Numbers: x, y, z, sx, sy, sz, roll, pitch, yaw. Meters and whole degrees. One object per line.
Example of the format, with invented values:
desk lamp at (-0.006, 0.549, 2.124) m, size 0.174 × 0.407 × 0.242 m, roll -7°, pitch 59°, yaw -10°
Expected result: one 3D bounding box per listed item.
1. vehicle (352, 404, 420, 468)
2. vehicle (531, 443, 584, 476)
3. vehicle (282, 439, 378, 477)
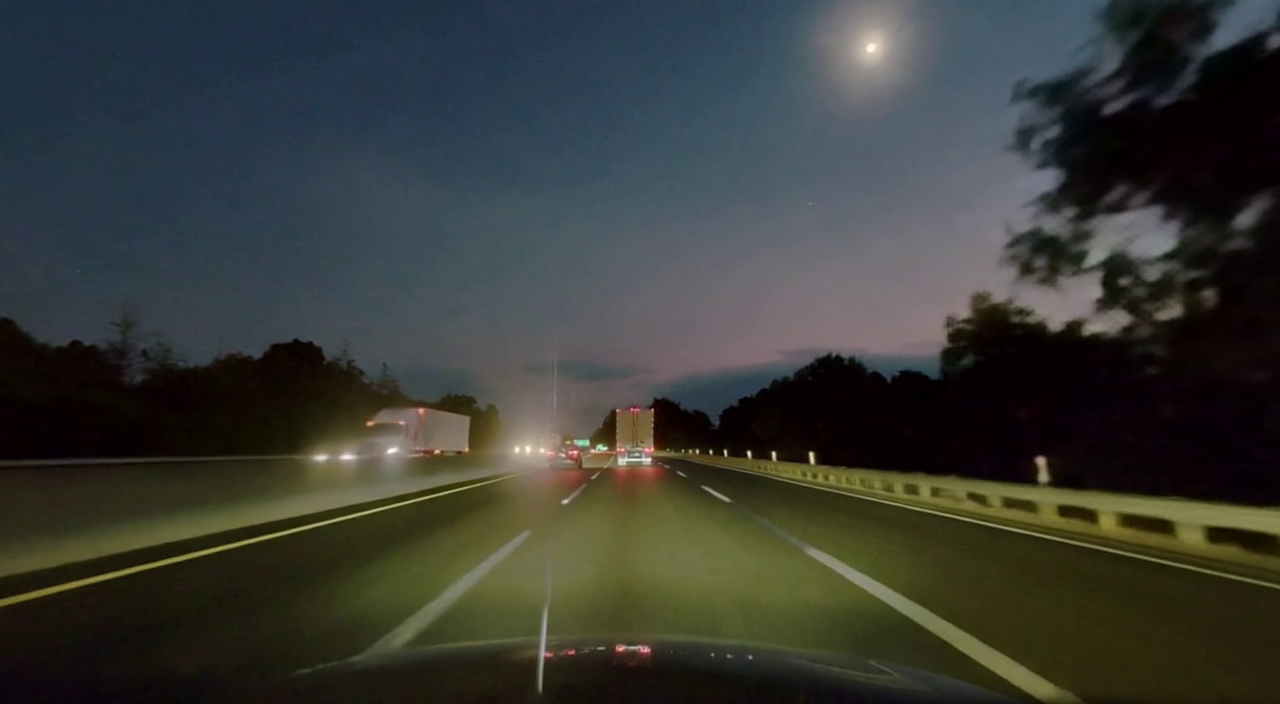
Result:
vehicle at (-17.739, 5.924, 44.033) m, size 3.116 × 4.225 × 3.440 m, roll 1°, pitch -9°, yaw -1°
vehicle at (-4.035, 5.344, 31.373) m, size 2.057 × 1.519 × 4.372 m, roll 0°, pitch -9°, yaw 0°
vehicle at (-13.199, 4.540, 27.055) m, size 1.864 × 1.501 × 4.510 m, roll 0°, pitch -9°, yaw -1°
